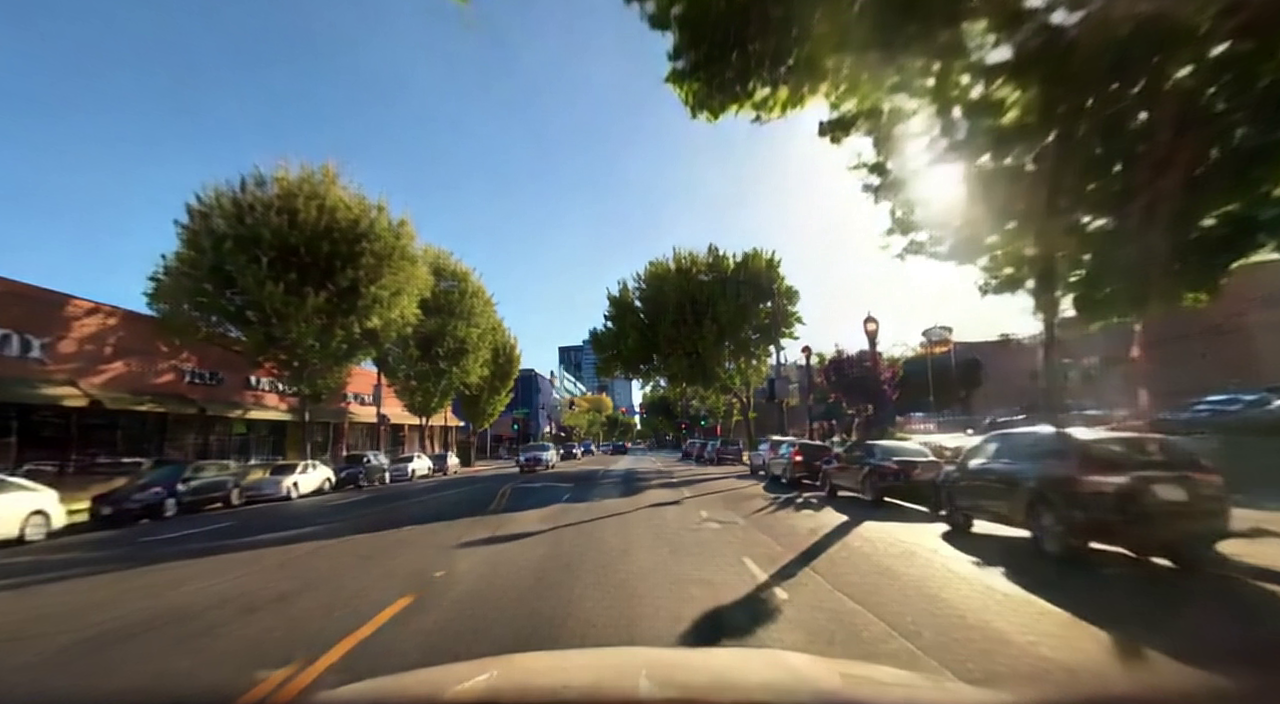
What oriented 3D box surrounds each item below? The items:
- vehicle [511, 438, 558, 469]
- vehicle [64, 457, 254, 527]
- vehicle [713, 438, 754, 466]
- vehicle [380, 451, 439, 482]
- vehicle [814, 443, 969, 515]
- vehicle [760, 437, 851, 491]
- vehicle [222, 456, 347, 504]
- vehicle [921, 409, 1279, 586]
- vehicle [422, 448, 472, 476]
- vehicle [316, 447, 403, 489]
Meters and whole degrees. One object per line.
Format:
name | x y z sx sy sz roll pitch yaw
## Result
vehicle | -6.381 6.192 38.733 2.095 1.759 4.413 0 -8 1
vehicle | -12.494 3.613 16.816 1.800 1.532 4.110 0 -8 0
vehicle | 6.028 6.483 41.215 2.047 1.720 4.353 0 -8 0
vehicle | -12.464 6.187 34.406 1.774 1.570 3.900 0 -8 0
vehicle | 5.831 2.955 15.363 1.787 1.463 4.506 0 -8 -2
vehicle | 5.548 3.806 21.801 1.899 1.642 4.463 0 -8 0
vehicle | -12.531 4.504 22.669 1.868 1.418 4.415 -2 -9 1
vehicle | 6.009 1.812 8.758 1.991 1.771 4.604 0 -8 -1
vehicle | -12.156 6.916 40.103 1.894 1.654 3.944 0 -8 0
vehicle | -12.028 4.985 27.424 1.834 1.643 4.110 0 -8 1
